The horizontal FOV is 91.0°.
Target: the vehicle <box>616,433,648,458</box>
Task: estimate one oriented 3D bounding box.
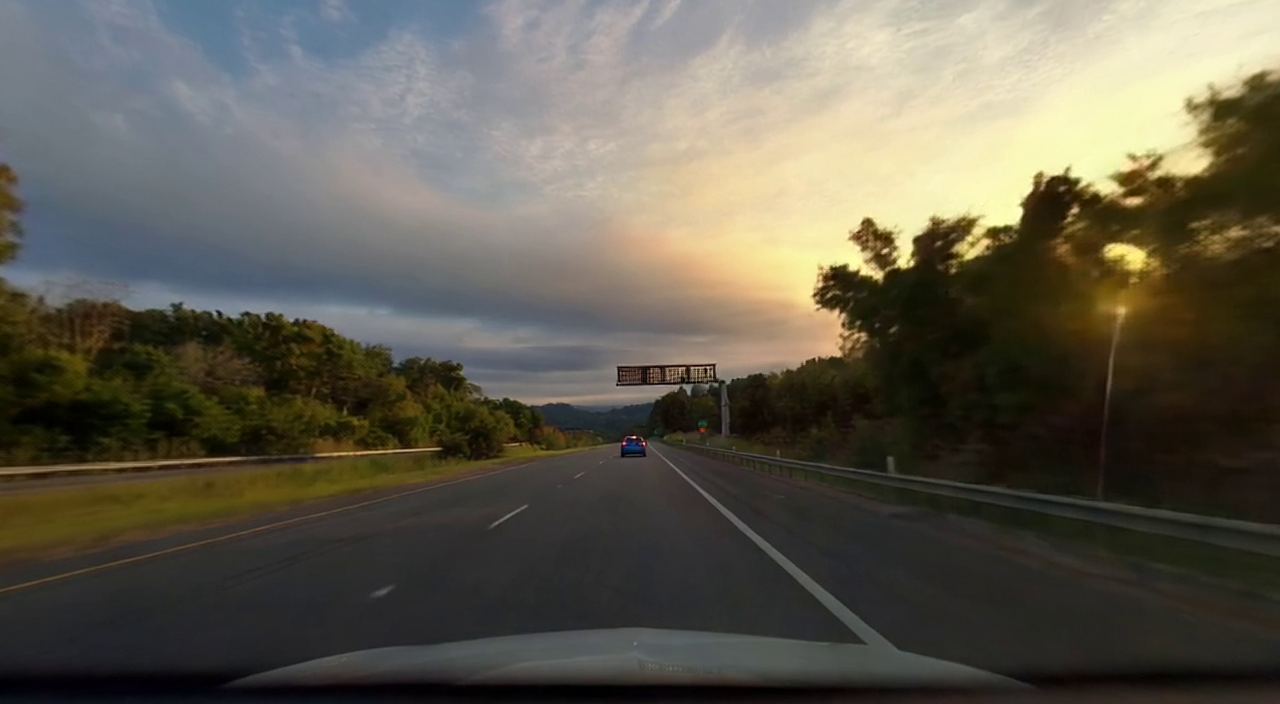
[{"bbox_3d":[-0.584,6.648,44.853,2.180,1.717,4.139,0,-8,-1],"label":"vehicle"}]
